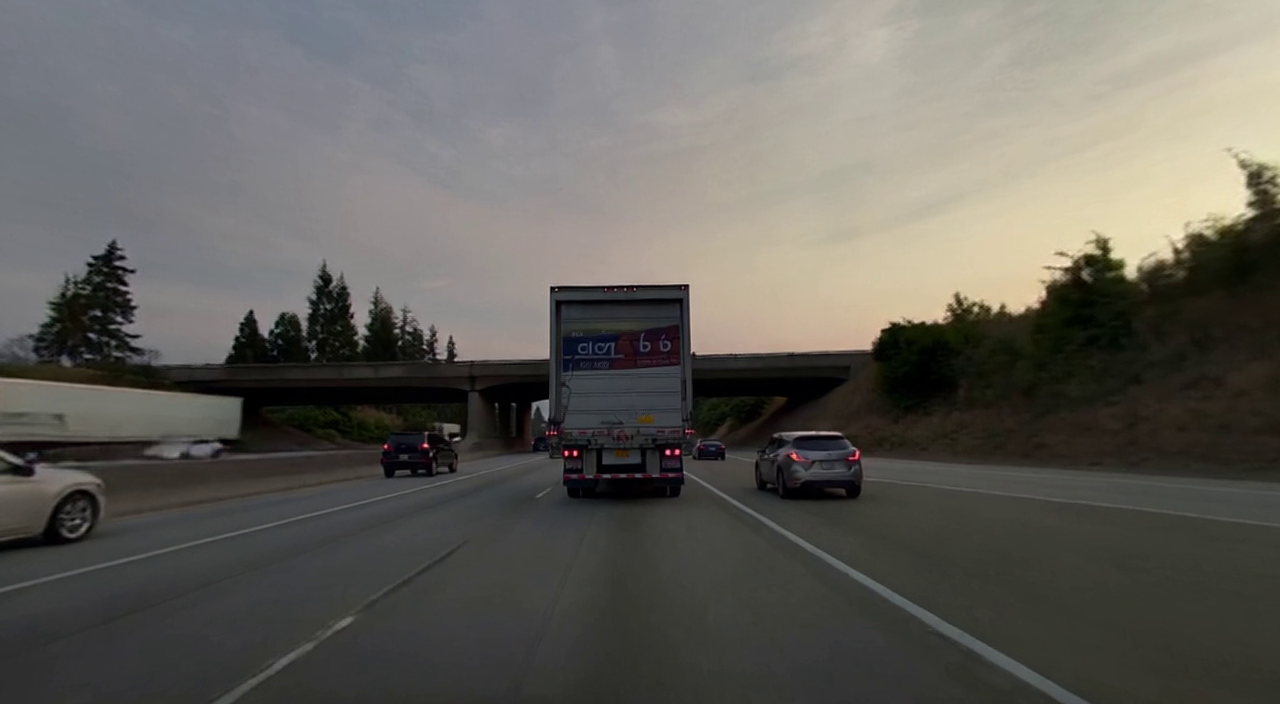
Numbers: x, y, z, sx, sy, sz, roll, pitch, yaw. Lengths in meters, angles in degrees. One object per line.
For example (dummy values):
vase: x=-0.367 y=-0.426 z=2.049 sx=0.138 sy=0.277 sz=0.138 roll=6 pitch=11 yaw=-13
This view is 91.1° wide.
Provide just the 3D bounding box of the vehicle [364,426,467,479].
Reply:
vehicle: x=-7.923 y=3.564 z=22.734 sx=2.057 sy=1.698 sz=4.550 roll=0 pitch=-8 yaw=0

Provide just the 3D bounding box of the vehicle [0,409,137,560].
vehicle: x=-8.087 y=1.417 z=6.563 sx=2.048 sy=1.652 sz=4.421 roll=0 pitch=-8 yaw=-1

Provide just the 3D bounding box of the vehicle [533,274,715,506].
vehicle: x=-0.429 y=1.240 z=15.222 sx=2.911 sy=3.787 sz=9.905 roll=0 pitch=-8 yaw=-2

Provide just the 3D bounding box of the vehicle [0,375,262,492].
vehicle: x=-23.648 y=3.723 z=28.412 sx=2.978 sy=4.017 sz=16.640 roll=0 pitch=-8 yaw=-1

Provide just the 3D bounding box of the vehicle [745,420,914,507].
vehicle: x=3.738 y=2.289 z=13.452 sx=2.003 sy=1.519 sz=4.580 roll=0 pitch=-8 yaw=-3

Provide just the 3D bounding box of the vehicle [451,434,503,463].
vehicle: x=-8.704 y=5.170 z=33.924 sx=1.845 sy=1.488 sz=3.656 roll=0 pitch=-8 yaw=0
